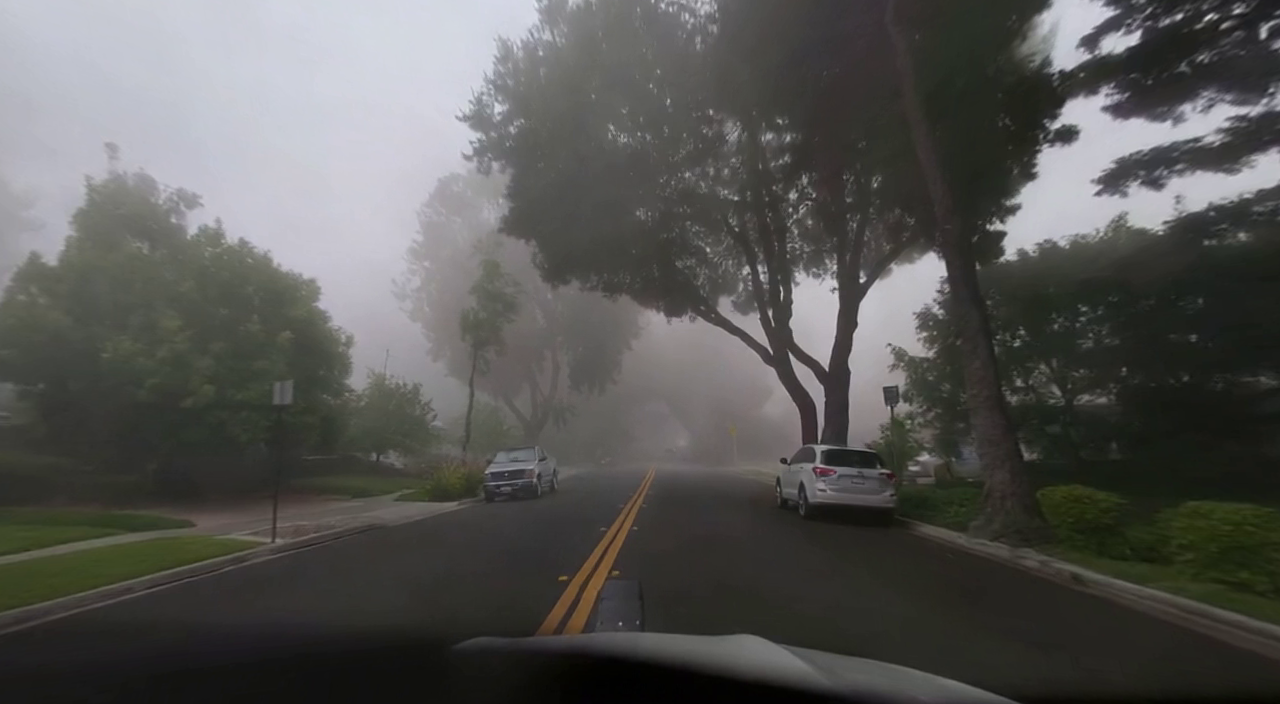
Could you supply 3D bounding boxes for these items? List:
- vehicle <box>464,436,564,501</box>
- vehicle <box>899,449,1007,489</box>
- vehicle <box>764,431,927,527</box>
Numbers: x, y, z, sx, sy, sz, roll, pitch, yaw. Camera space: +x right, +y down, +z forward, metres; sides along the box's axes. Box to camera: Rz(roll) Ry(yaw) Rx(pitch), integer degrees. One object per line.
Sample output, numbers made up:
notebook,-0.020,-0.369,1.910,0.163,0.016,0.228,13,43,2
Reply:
vehicle,-4.049,3.868,21.099,2.093,1.810,4.555,-3,-10,4
vehicle,12.928,4.770,26.052,4.242,1.503,1.922,5,-10,-32
vehicle,4.053,2.569,13.342,2.115,1.673,4.236,-1,-9,2
